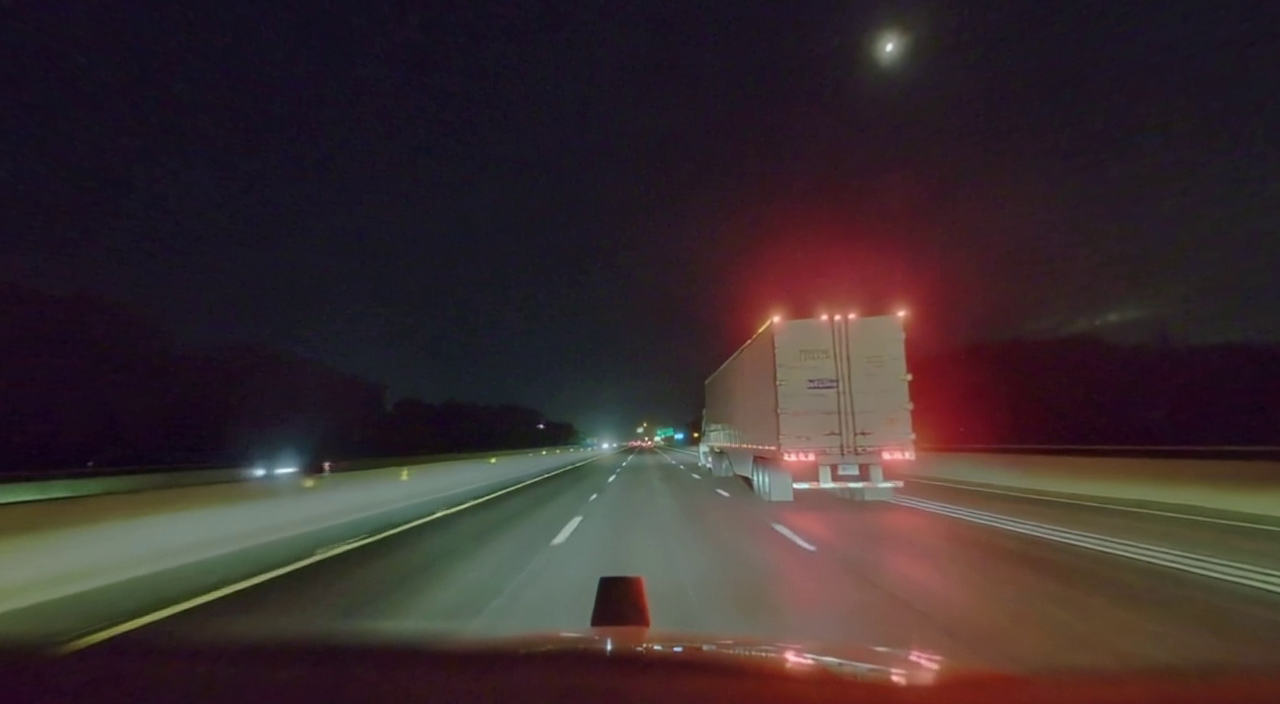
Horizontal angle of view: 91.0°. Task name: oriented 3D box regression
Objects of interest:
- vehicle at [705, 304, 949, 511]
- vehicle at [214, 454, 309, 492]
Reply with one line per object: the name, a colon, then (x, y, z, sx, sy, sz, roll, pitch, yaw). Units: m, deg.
vehicle: (4.522, 2.119, 20.207, 3.187, 4.197, 15.004, 0, -8, 0)
vehicle: (-17.614, 5.604, 29.501, 1.838, 1.518, 4.109, 0, -8, 1)
